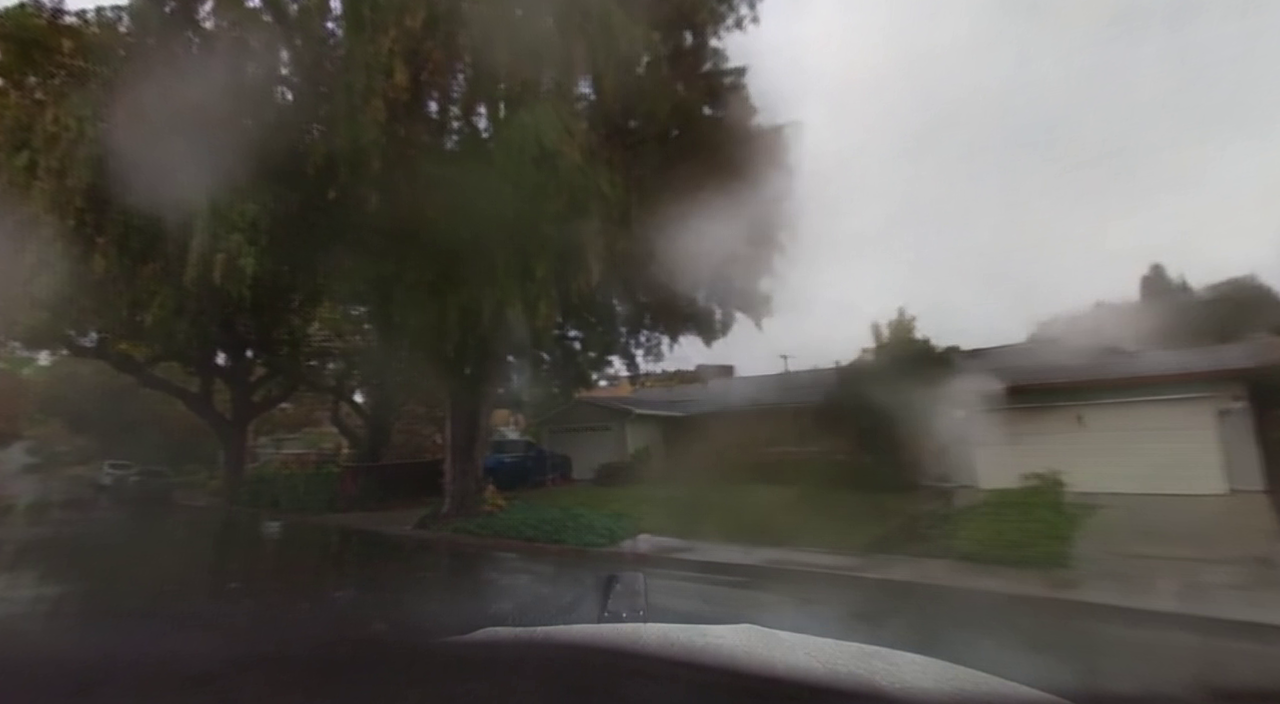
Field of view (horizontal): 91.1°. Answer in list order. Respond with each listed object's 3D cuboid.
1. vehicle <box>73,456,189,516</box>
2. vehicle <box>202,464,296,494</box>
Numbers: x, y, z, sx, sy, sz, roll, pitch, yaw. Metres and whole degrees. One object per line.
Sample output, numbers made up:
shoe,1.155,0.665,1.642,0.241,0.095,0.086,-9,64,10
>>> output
vehicle,-17.751,4.556,21.827,4.591,1.760,2.163,-7,-11,40
vehicle,-22.554,7.287,36.282,4.457,1.510,1.762,6,-10,-34
